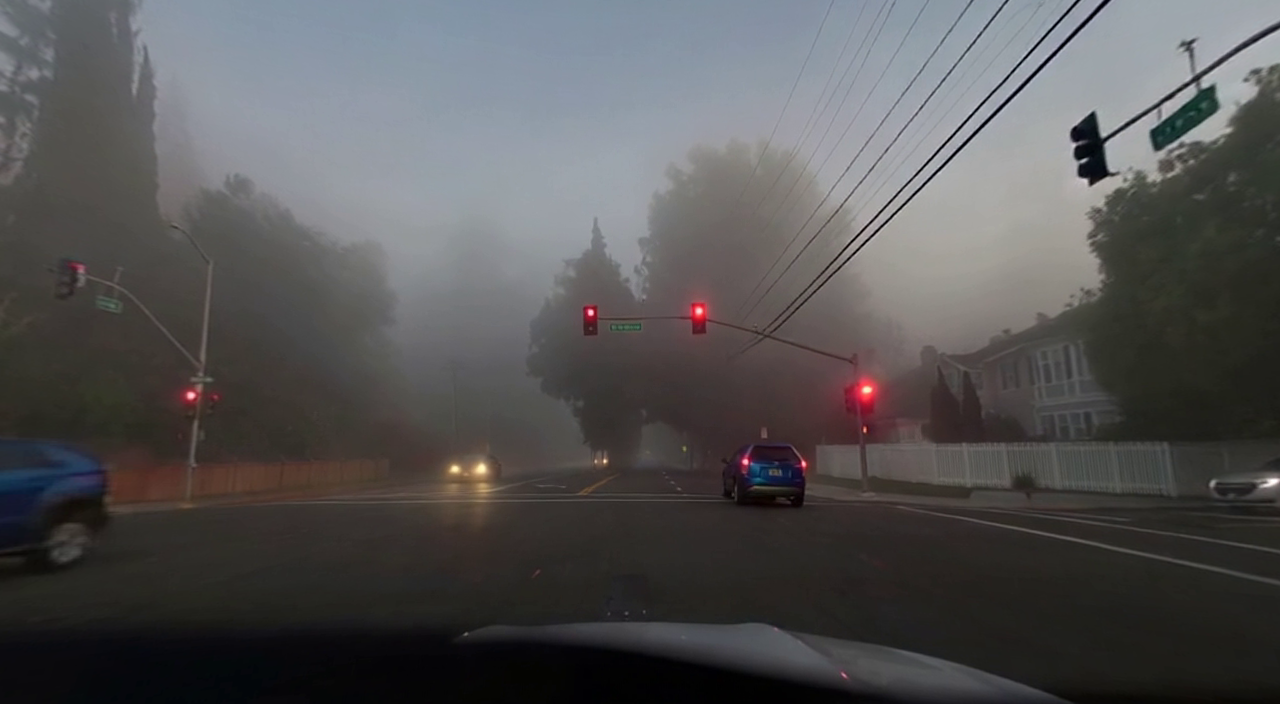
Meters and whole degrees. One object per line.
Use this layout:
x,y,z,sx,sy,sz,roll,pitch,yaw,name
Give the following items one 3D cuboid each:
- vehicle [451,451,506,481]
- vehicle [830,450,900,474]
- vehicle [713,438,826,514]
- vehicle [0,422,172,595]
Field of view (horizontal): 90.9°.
-10.072,7.116,39.699,2.241,1.620,4.511,-3,-9,1,vehicle
15.579,7.643,43.835,4.135,1.558,1.929,0,-8,3,vehicle
3.501,3.451,18.100,2.144,1.843,4.827,0,-9,-1,vehicle
-7.307,1.553,6.271,1.981,1.689,4.233,0,-9,1,vehicle
